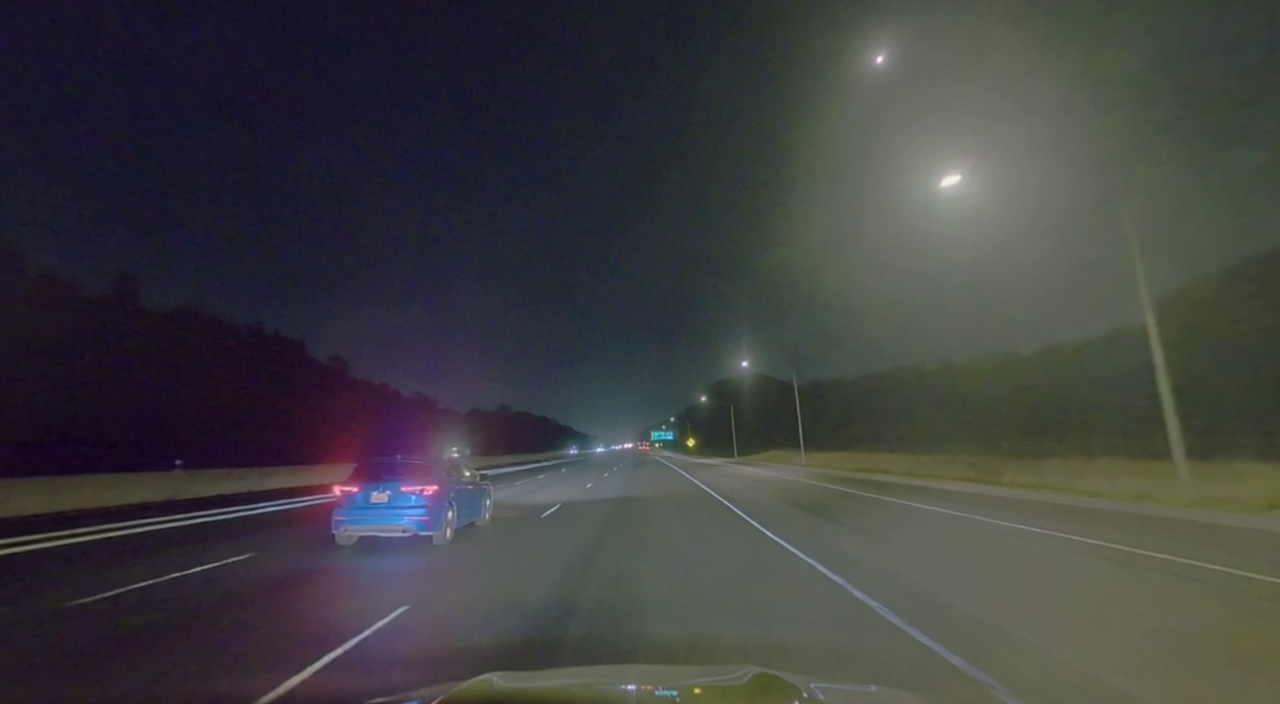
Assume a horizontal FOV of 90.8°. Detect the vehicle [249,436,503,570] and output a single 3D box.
[{"bbox_3d":[-3.371,1.985,9.003,1.935,1.479,3.787,0,-9,1],"label":"vehicle"}]
